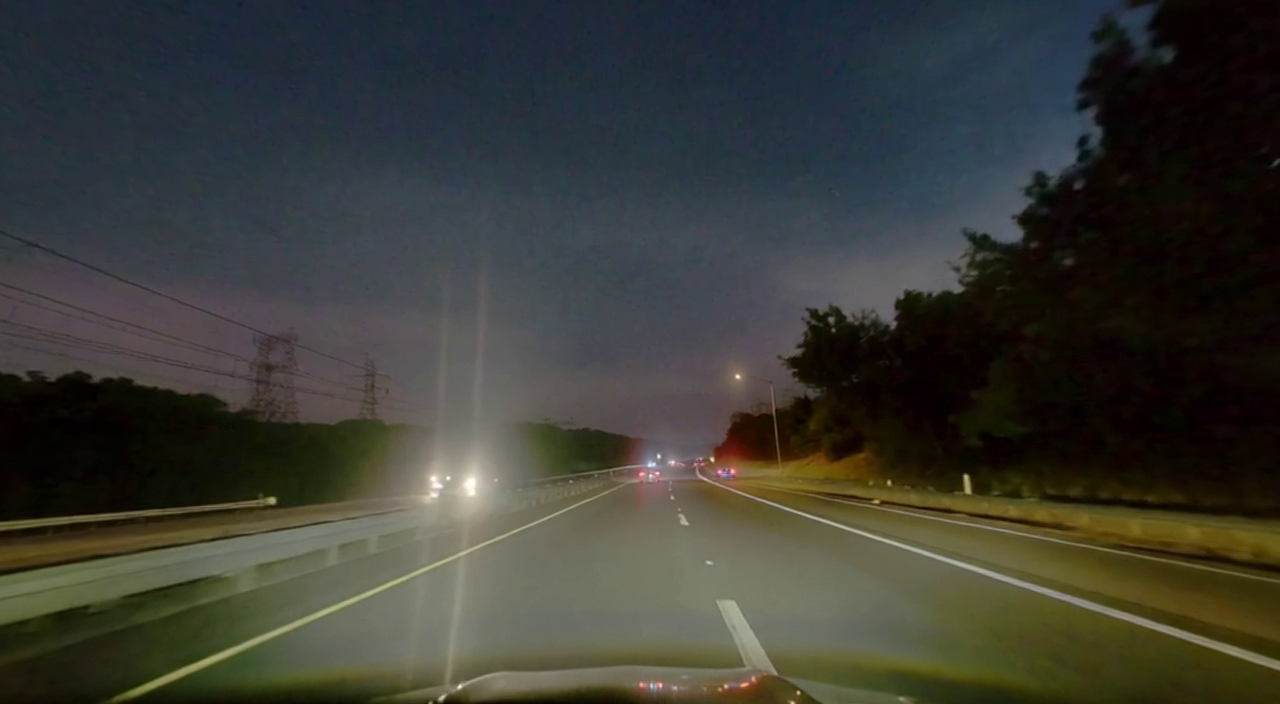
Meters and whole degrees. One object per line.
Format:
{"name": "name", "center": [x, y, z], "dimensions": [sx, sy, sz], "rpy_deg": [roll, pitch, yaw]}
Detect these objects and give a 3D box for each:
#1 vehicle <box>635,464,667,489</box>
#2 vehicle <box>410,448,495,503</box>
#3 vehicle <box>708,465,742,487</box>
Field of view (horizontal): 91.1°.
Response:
{"name": "vehicle", "center": [0.721, 8.458, 42.846], "dimensions": [2.038, 1.596, 4.246], "rpy_deg": [1, -11, 1]}
{"name": "vehicle", "center": [-10.607, 7.108, 36.328], "dimensions": [2.485, 2.813, 6.798], "rpy_deg": [0, -10, 3]}
{"name": "vehicle", "center": [6.354, 9.331, 47.253], "dimensions": [1.985, 1.521, 3.904], "rpy_deg": [1, -10, 0]}
